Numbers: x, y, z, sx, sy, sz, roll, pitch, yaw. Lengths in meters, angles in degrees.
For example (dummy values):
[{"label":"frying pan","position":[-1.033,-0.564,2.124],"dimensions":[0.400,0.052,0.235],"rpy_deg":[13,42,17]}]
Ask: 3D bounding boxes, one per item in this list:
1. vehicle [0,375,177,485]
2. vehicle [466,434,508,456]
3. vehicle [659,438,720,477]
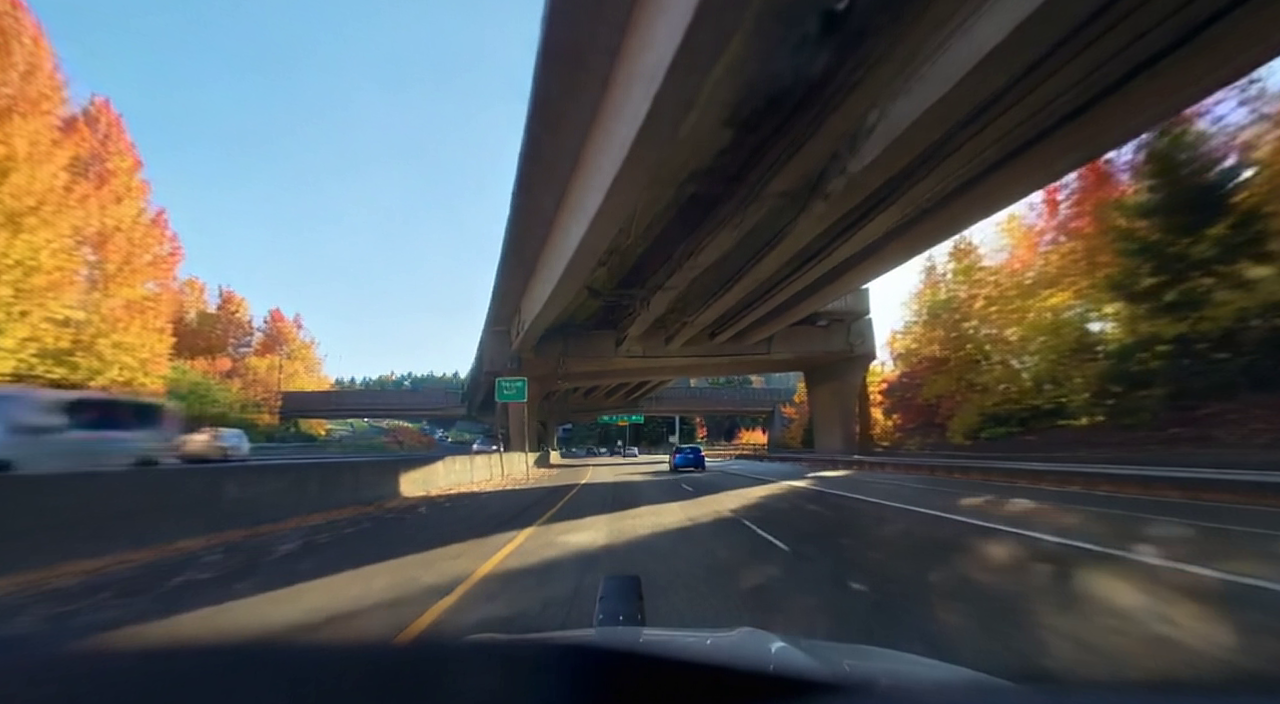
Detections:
[{"label":"vehicle","position":[-9.599,1.267,9.801],"dimensions":[1.812,1.479,3.751],"rpy_deg":[0,-9,0]},{"label":"vehicle","position":[-10.844,6.662,44.659],"dimensions":[2.075,1.502,4.483],"rpy_deg":[0,-9,-3]},{"label":"vehicle","position":[2.191,4.879,29.024],"dimensions":[2.337,1.633,4.222],"rpy_deg":[0,-9,-2]}]
